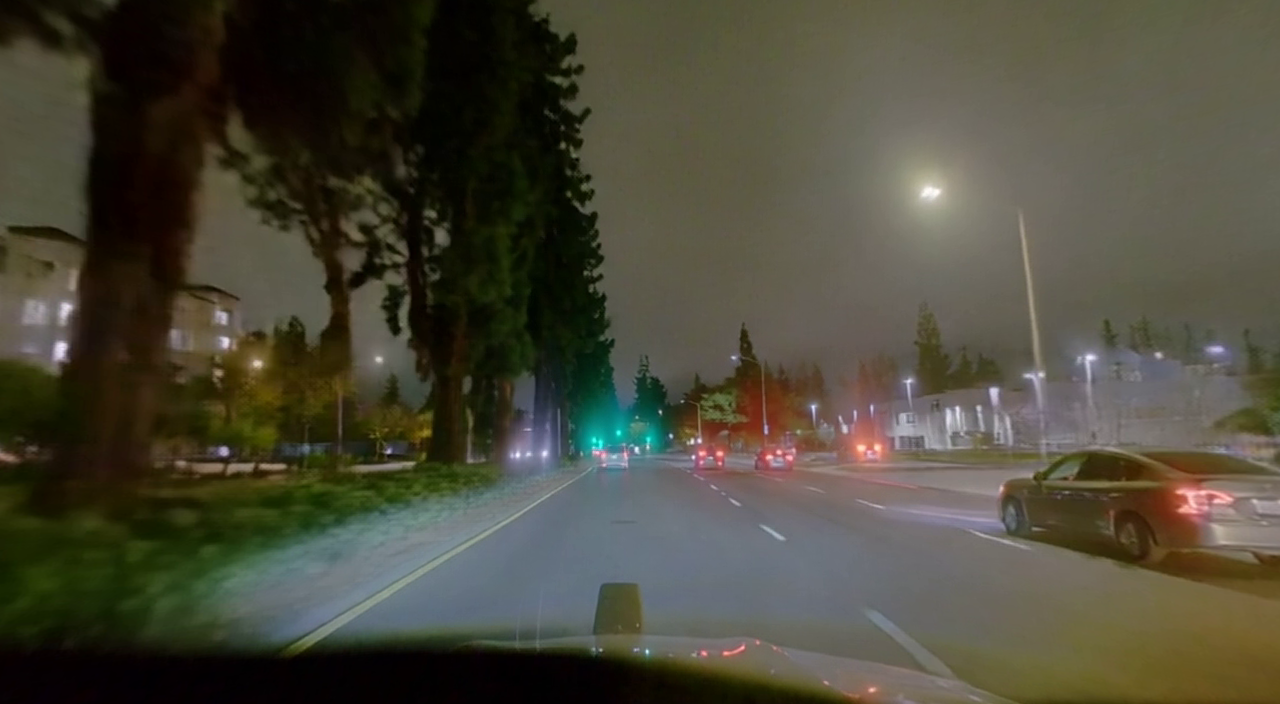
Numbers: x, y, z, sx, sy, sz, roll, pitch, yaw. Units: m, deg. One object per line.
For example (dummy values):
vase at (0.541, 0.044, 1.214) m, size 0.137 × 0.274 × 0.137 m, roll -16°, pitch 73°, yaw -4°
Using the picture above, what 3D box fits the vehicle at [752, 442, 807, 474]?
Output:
vehicle at (7.669, 5.850, 35.159) m, size 1.945 × 1.687 × 4.292 m, roll 0°, pitch -8°, yaw -2°

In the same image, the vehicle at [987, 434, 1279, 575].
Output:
vehicle at (7.335, 1.993, 9.220) m, size 1.888 × 1.508 × 4.646 m, roll 0°, pitch -8°, yaw 0°

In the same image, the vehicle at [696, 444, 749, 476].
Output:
vehicle at (3.952, 5.230, 30.918) m, size 2.020 × 1.472 × 3.958 m, roll 0°, pitch -8°, yaw -1°

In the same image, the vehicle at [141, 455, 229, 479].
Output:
vehicle at (-29.522, 7.447, 41.059) m, size 4.320 × 1.459 × 1.860 m, roll 0°, pitch -8°, yaw 3°

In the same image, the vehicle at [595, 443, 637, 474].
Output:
vehicle at (-1.254, 5.510, 32.900) m, size 2.077 × 1.477 × 3.897 m, roll 0°, pitch -8°, yaw -2°

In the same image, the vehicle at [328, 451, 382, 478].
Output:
vehicle at (-20.065, 7.903, 44.722) m, size 2.013 × 1.655 × 4.604 m, roll -2°, pitch -8°, yaw -4°
